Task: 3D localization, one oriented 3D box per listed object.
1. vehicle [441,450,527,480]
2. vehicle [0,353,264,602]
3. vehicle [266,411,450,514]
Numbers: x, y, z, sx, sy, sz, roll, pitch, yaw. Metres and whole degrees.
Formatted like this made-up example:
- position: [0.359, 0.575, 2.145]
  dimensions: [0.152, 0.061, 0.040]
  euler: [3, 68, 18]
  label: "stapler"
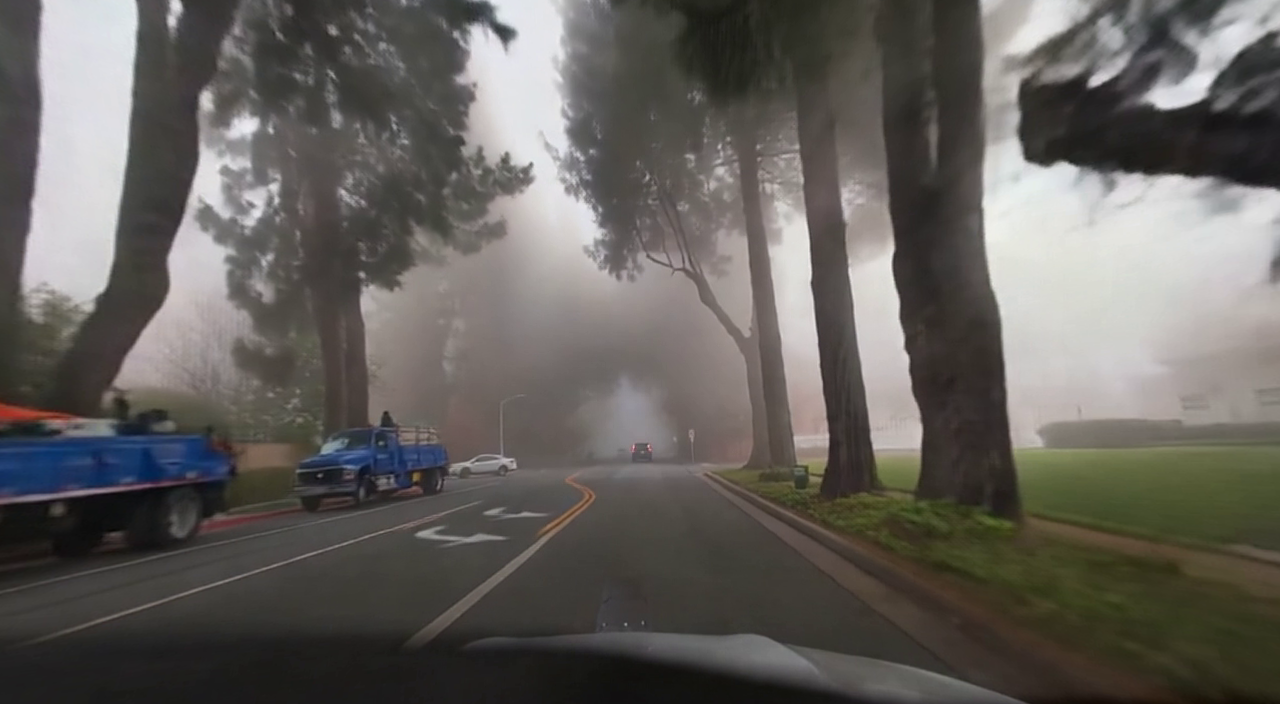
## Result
- position: [-9.176, 6.682, 37.453]
  dimensions: [4.594, 1.696, 1.971]
  euler: [0, -8, -1]
  label: "vehicle"
- position: [-9.476, 1.632, 8.332]
  dimensions: [2.970, 3.068, 9.784]
  euler: [0, -8, 0]
  label: "vehicle"
- position: [-9.216, 3.719, 21.780]
  dimensions: [2.816, 2.723, 7.506]
  euler: [-5, -9, 1]
  label: "vehicle"
